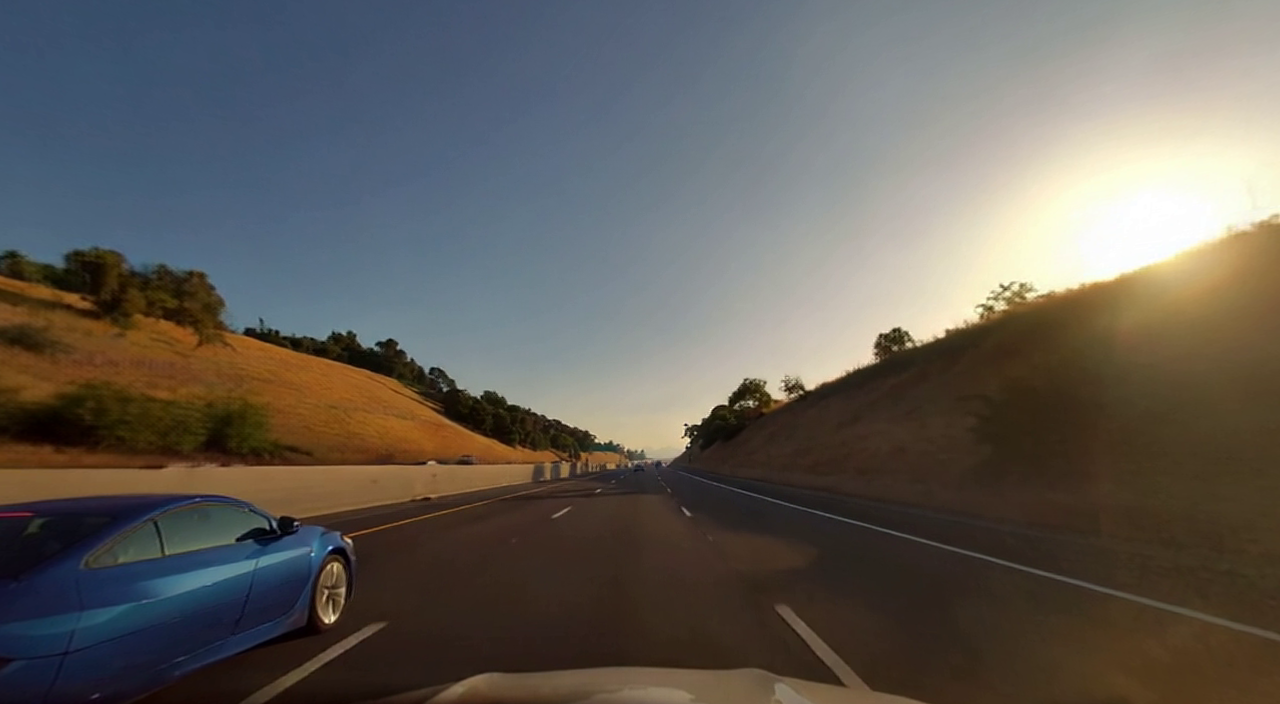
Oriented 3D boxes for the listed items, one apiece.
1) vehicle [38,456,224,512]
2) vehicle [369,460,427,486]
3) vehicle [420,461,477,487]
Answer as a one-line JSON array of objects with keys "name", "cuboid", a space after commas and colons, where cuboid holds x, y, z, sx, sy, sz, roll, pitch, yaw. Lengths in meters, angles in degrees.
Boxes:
[{"name": "vehicle", "cuboid": [-15.463, 4.037, 19.560, 1.923, 1.469, 4.556, 1, -11, 0]}, {"name": "vehicle", "cuboid": [-15.630, 7.818, 40.923, 1.926, 1.550, 4.360, 1, -11, 1]}, {"name": "vehicle", "cuboid": [-11.600, 7.460, 38.554, 1.995, 1.470, 4.593, 1, -11, 1]}]
